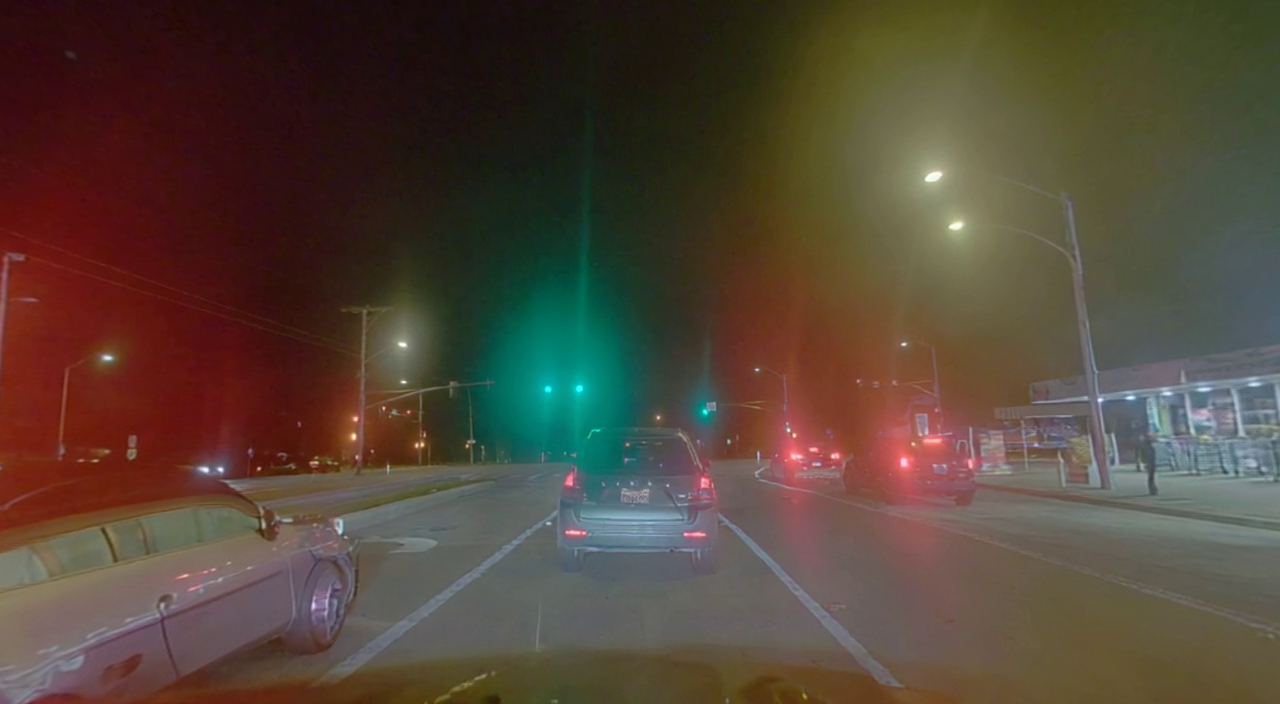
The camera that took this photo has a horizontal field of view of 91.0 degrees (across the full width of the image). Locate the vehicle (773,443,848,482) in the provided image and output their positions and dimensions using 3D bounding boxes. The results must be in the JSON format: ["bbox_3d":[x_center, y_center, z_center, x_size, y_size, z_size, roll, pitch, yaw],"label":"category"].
[{"bbox_3d":[6.874,4.467,25.814,1.833,1.452,4.237,0,-9,0],"label":"vehicle"}]

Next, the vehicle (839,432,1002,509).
[{"bbox_3d":[6.796,2.904,15.928,2.072,1.652,4.611,0,-8,1],"label":"vehicle"}]

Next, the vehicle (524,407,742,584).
[{"bbox_3d":[-0.052,1.689,8.131,2.115,1.700,3.901,0,-8,1],"label":"vehicle"}]

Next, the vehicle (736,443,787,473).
[{"bbox_3d":[6.364,5.575,33.413,1.961,1.477,4.454,0,-8,2],"label":"vehicle"}]
